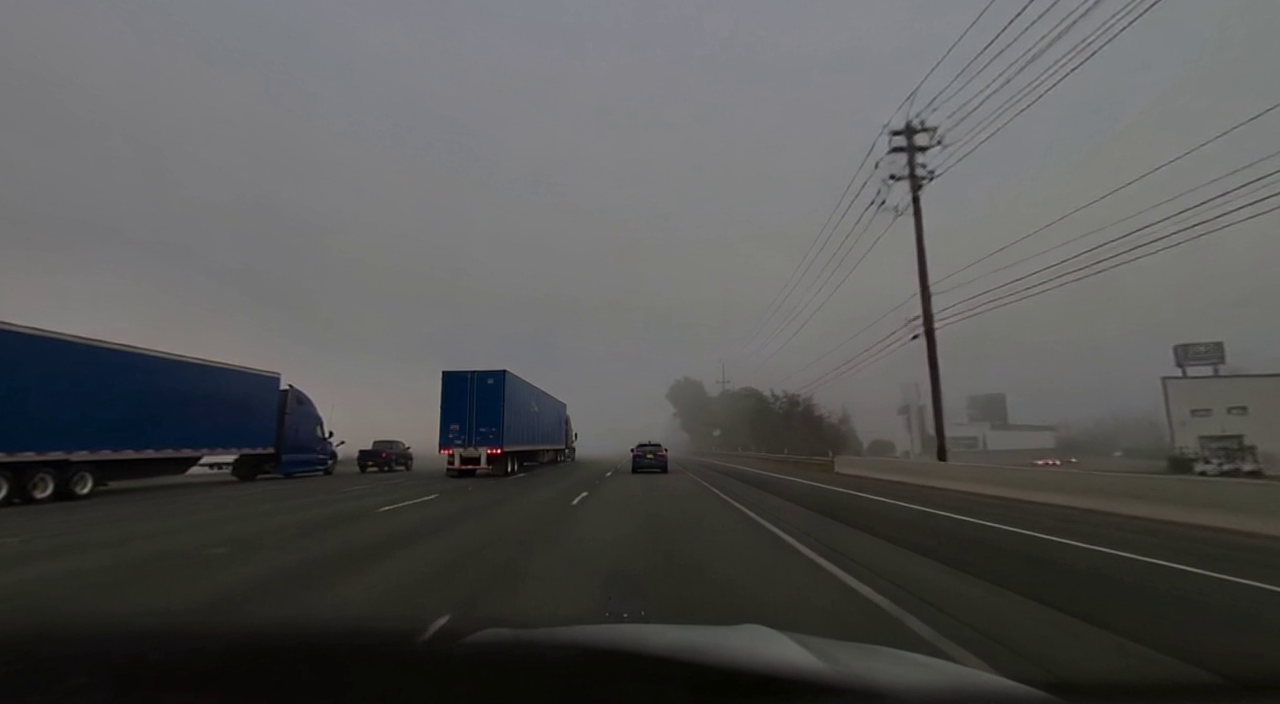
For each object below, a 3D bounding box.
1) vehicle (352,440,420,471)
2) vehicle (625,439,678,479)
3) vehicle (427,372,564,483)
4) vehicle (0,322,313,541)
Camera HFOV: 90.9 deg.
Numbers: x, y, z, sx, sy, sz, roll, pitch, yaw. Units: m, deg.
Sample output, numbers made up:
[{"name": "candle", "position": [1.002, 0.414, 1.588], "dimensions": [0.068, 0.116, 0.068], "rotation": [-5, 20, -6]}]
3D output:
[{"name": "vehicle", "position": [-14.566, 5.946, 36.451], "dimensions": [1.938, 1.679, 4.469], "rotation": [0, -8, 1]}, {"name": "vehicle", "position": [0.450, 4.468, 26.536], "dimensions": [2.055, 1.514, 4.323], "rotation": [0, -8, 0]}, {"name": "vehicle", "position": [-6.267, 3.919, 31.047], "dimensions": [2.907, 4.081, 15.311], "rotation": [0, -8, 1]}, {"name": "vehicle", "position": [-10.640, 1.686, 12.700], "dimensions": [2.896, 3.140, 9.491], "rotation": [0, -8, 1]}]
